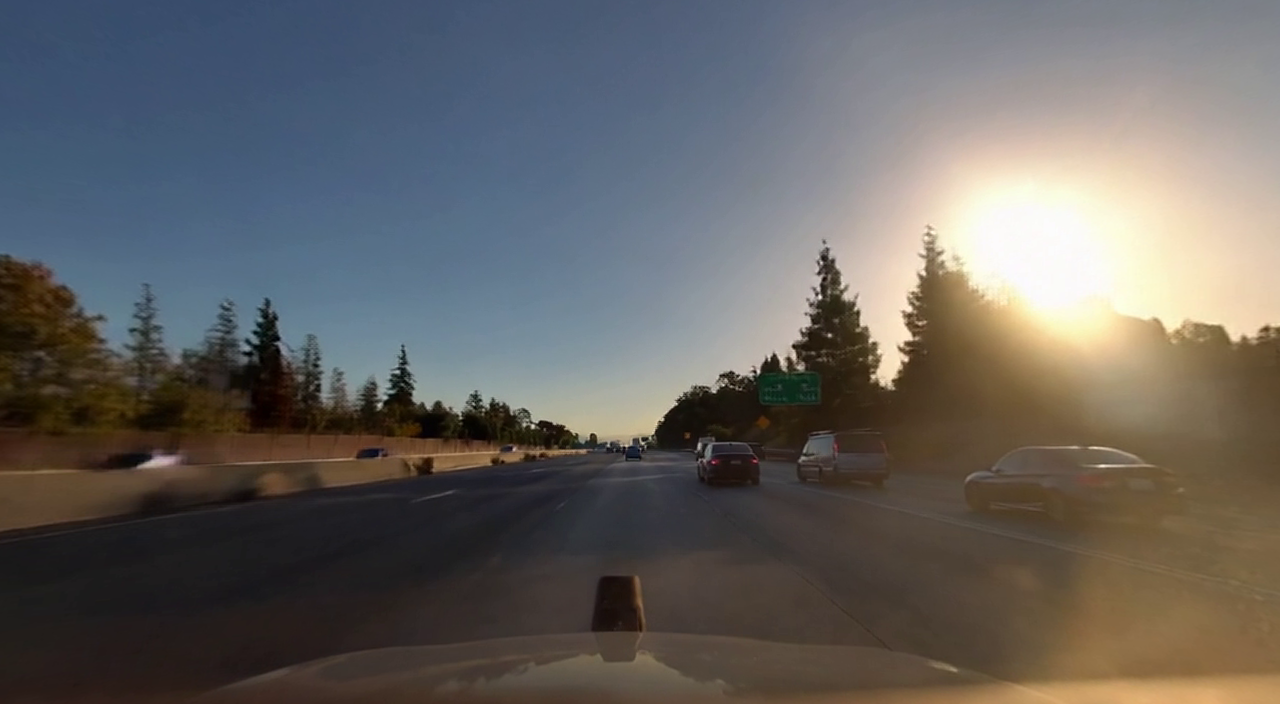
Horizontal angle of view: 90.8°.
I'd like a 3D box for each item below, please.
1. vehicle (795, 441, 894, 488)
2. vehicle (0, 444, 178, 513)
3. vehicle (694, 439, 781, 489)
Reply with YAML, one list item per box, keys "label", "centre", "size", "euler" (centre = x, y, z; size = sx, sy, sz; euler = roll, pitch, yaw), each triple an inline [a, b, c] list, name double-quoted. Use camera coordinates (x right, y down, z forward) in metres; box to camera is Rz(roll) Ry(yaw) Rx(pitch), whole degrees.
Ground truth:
- label: "vehicle"
  centre: [7.158, 3.960, 22.657]
  size: [1.946, 1.497, 4.467]
  euler: [0, -8, -1]
- label: "vehicle"
  centre: [-16.075, 3.495, 18.156]
  size: [1.923, 1.600, 4.960]
  euler: [1, -8, -1]
- label: "vehicle"
  centre: [3.149, 3.736, 21.465]
  size: [2.076, 1.472, 4.562]
  euler: [0, -8, -2]
